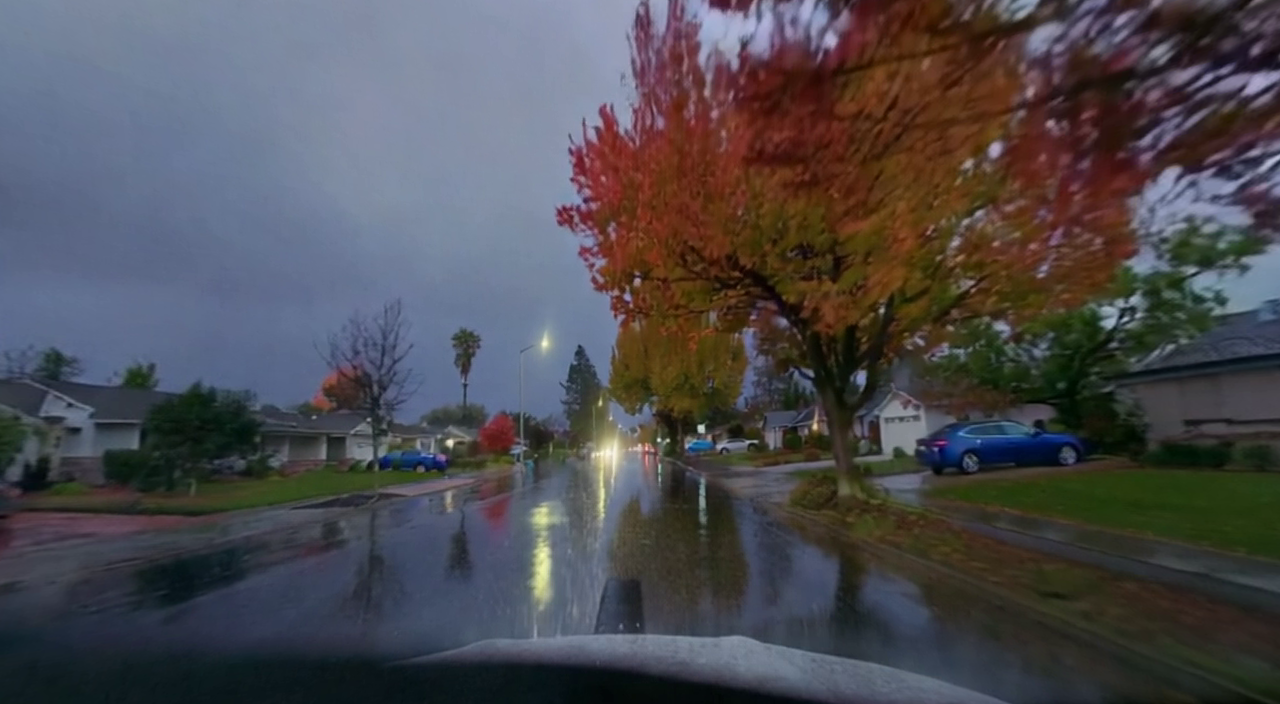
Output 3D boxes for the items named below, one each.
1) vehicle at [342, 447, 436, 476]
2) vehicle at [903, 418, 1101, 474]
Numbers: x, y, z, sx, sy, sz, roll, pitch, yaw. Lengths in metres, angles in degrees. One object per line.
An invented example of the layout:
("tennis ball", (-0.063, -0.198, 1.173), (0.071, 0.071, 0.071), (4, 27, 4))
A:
("vehicle", (-15.296, 6.702, 38.723), (4.830, 1.725, 2.116), (0, -9, 1))
("vehicle", (10.233, 2.700, 18.163), (4.422, 1.488, 2.013), (0, -9, 0))
